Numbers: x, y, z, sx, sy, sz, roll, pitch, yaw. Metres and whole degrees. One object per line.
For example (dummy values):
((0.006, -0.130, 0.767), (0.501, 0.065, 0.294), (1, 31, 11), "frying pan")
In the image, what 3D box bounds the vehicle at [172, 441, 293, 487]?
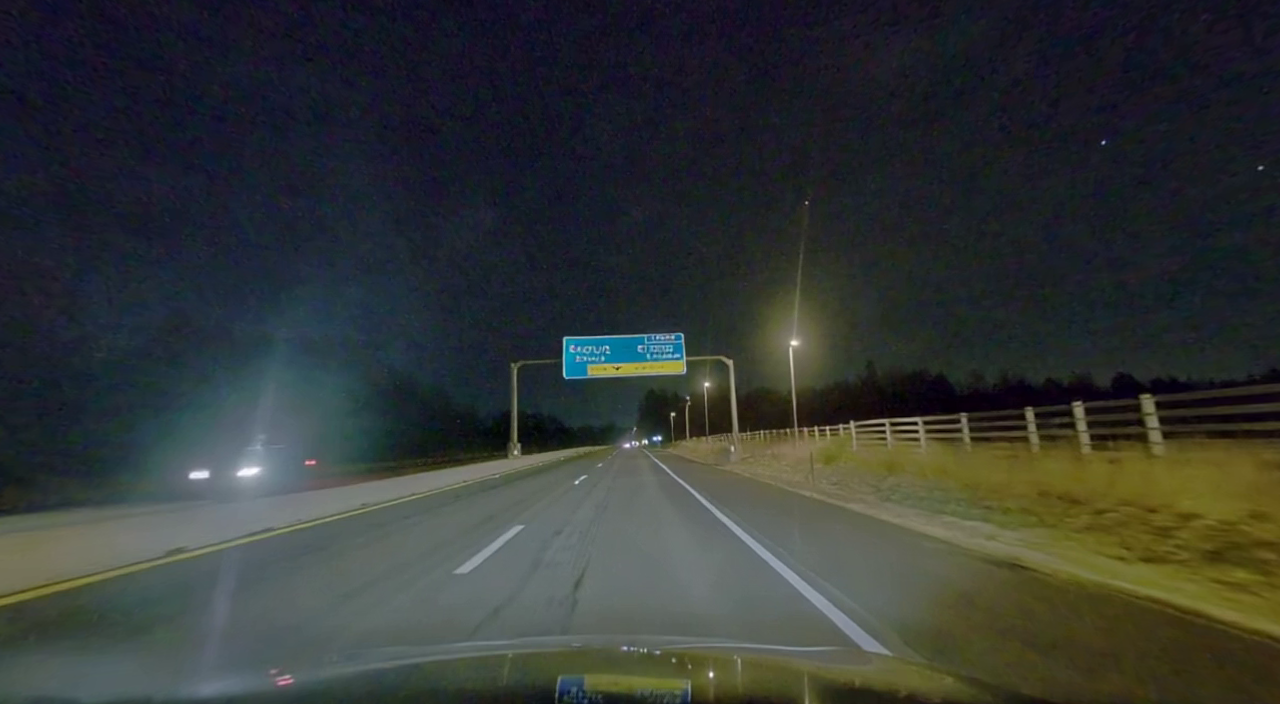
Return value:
((-14.493, 3.978, 22.683), (1.920, 1.490, 3.720), (0, -8, -2), "vehicle")
